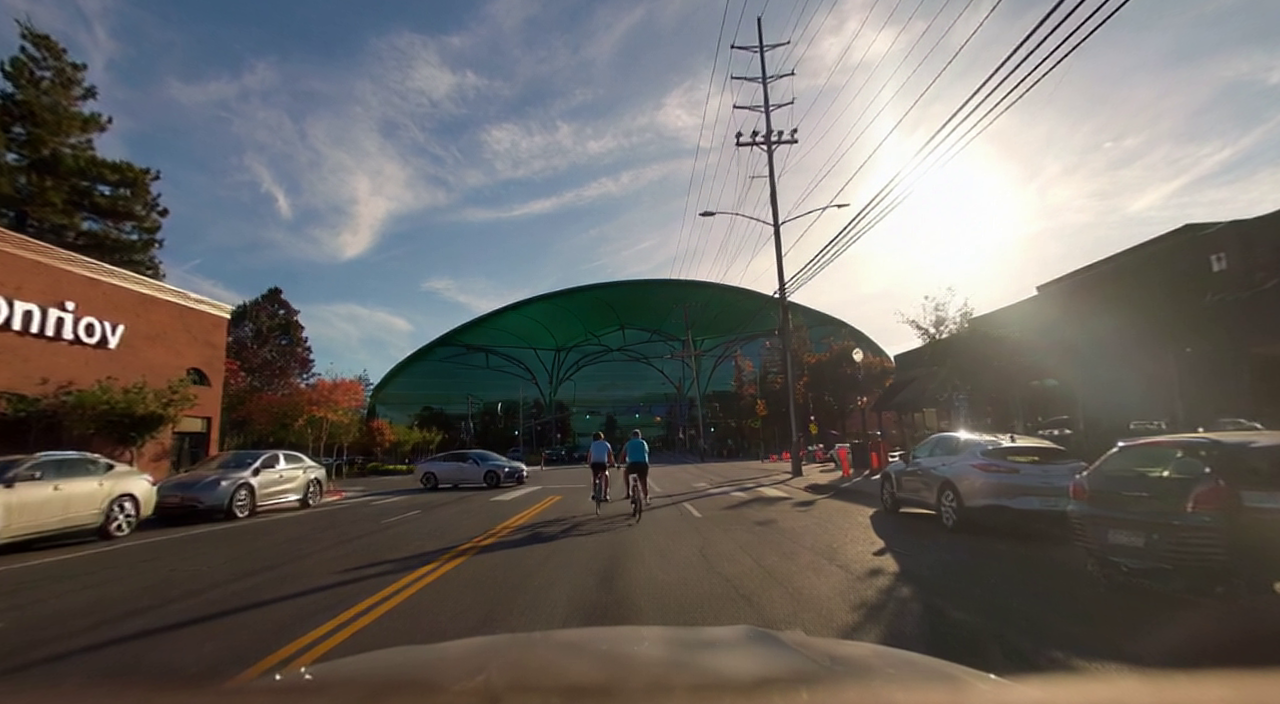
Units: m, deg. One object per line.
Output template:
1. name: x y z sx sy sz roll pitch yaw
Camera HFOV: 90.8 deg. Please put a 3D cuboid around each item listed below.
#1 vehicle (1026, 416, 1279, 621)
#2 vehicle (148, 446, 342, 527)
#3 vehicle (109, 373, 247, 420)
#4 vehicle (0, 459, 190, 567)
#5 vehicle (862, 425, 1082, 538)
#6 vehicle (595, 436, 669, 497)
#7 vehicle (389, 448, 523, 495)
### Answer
1. vehicle: 5.882 1.448 5.969 1.900 1.566 3.995 0 -8 0
2. vehicle: -10.266 3.460 17.028 2.075 1.816 4.900 0 -8 -1
3. vehicle: -17.113 1.681 23.571 3.685 1.584 1.708 1 -9 -3
4. vehicle: -10.250 2.604 10.686 1.904 1.495 4.585 0 -9 -1
5. vehicle: 5.808 2.286 11.752 1.873 1.714 3.979 0 -8 0
6. vehicle: -0.219 3.702 20.768 2.190 1.783 4.048 0 -8 0
7. vehicle: -7.523 4.935 26.359 4.961 1.832 2.287 1 -9 -6
